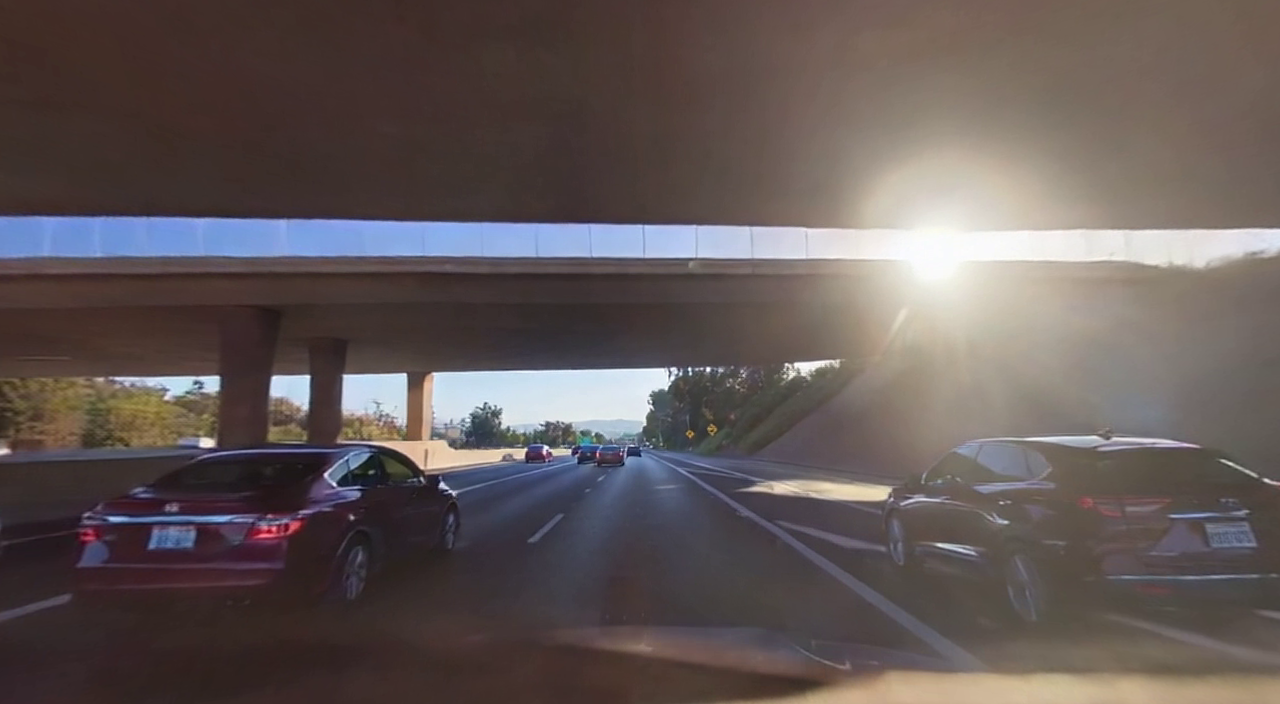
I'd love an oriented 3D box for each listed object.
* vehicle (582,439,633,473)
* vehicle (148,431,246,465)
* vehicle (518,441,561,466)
[{"bbox_3d":[-1.613,5.450,33.281,2.210,1.628,4.586,-1,-8,3],"label":"vehicle"},{"bbox_3d":[-24.147,5.251,34.639,1.899,1.729,4.753,0,-8,0],"label":"vehicle"},{"bbox_3d":[-6.625,6.771,42.184,2.069,1.551,4.830,0,-8,1],"label":"vehicle"}]
